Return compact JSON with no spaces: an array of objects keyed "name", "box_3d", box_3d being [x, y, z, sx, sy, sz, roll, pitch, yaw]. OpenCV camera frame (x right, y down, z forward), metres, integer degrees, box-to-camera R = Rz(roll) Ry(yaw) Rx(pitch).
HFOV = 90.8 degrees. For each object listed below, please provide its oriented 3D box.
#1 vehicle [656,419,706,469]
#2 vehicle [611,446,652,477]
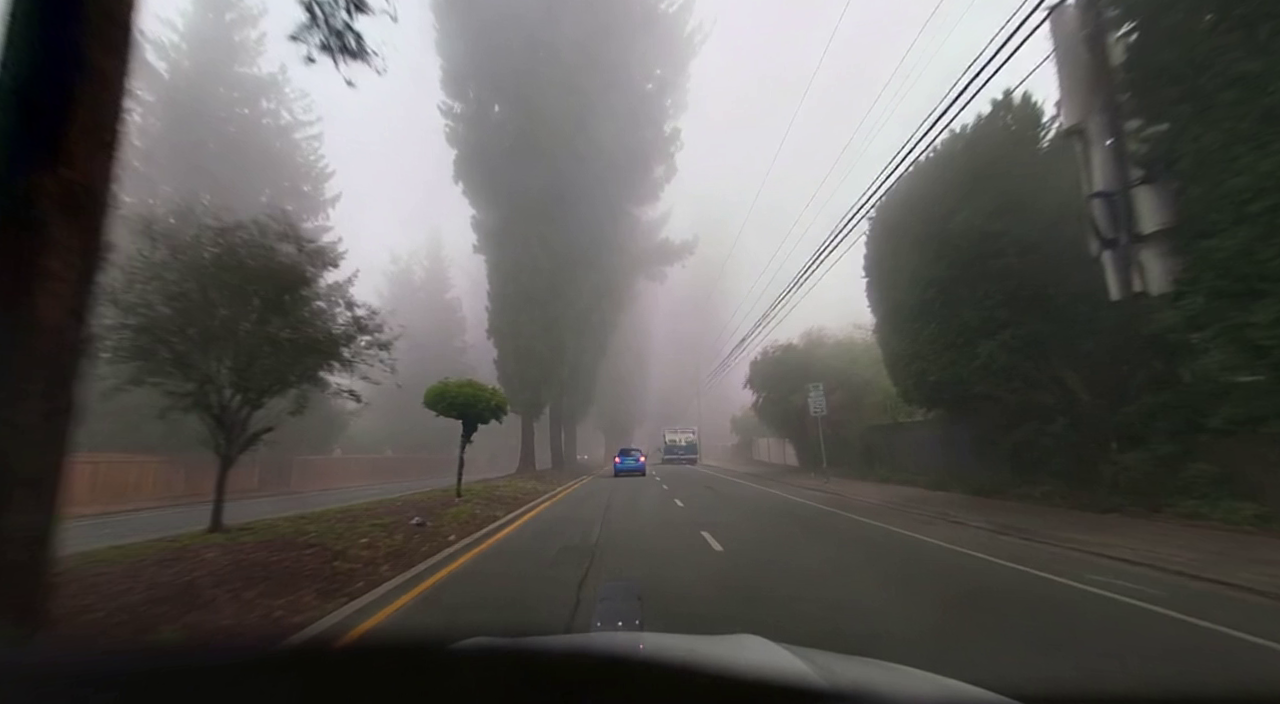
[{"name":"vehicle","box_3d":[2.912,7.097,48.595,2.789,3.285,12.428,0,-8,-1]},{"name":"vehicle","box_3d":[-0.437,5.660,33.001,2.018,1.511,3.993,0,-8,0]}]
